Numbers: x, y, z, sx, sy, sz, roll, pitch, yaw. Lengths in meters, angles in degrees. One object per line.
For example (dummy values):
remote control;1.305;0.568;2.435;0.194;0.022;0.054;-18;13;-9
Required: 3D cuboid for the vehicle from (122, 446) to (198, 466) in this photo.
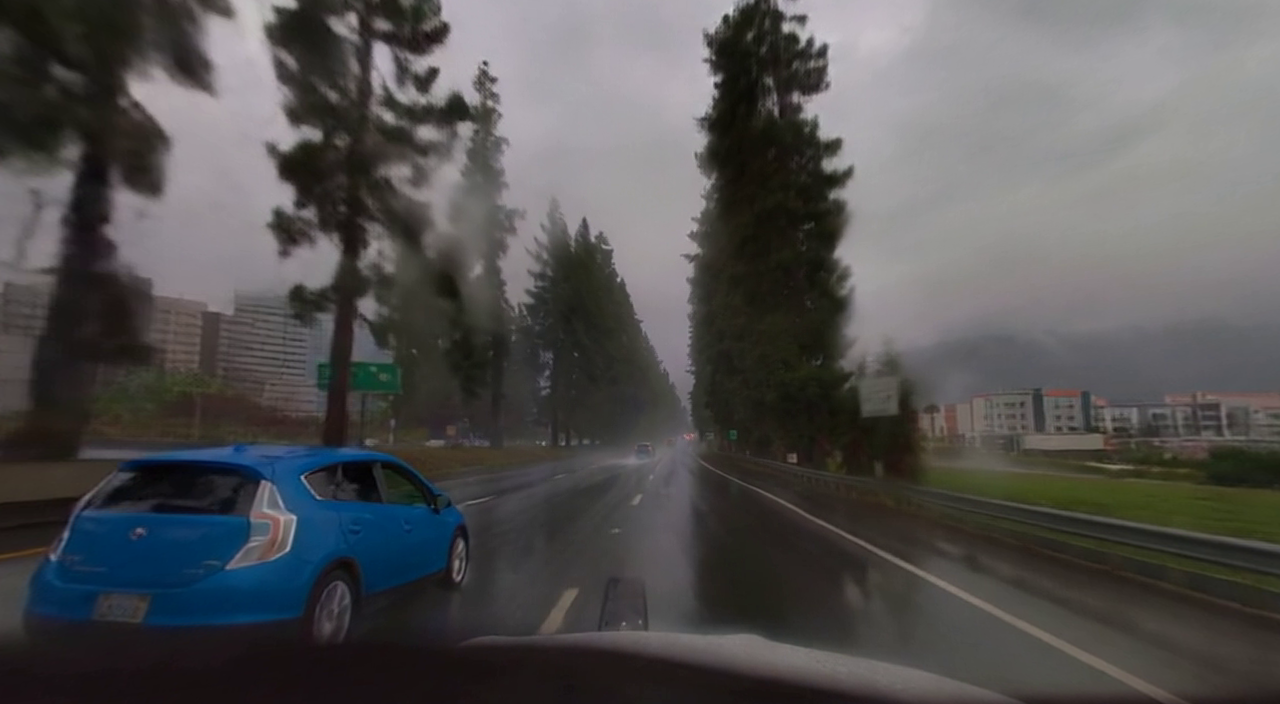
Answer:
vehicle;-37.005;8.005;48.749;1.877;1.463;4.583;-2;-9;9
